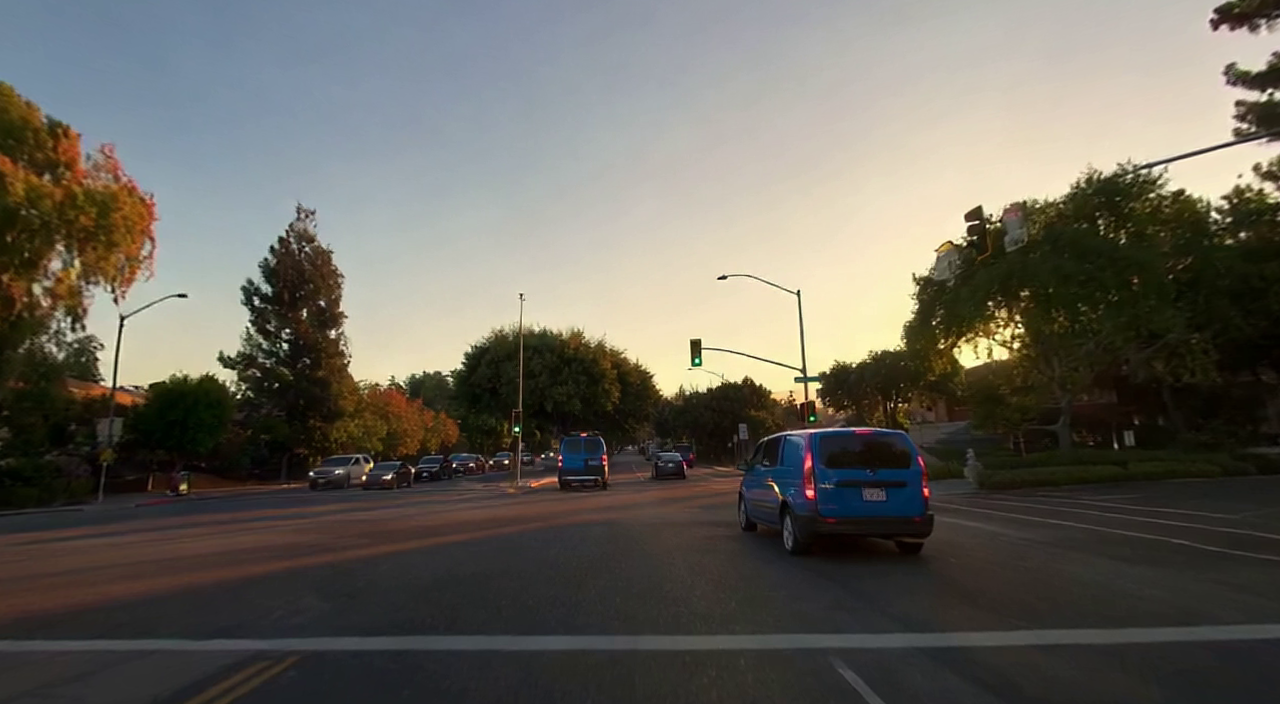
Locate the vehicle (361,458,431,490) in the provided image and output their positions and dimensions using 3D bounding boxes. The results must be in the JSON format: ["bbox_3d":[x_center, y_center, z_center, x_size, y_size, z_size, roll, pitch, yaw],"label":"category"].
[{"bbox_3d":[-12.659,6.329,33.085,2.128,1.496,4.432,1,-9,-3],"label":"vehicle"}]

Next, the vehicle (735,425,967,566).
[{"bbox_3d":[2.869,2.040,9.739,1.965,1.671,4.146,0,-9,-3],"label":"vehicle"}]

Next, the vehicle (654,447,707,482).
[{"bbox_3d":[2.018,5.791,32.800,2.248,1.692,4.252,1,-9,-4],"label":"vehicle"}]

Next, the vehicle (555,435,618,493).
[{"bbox_3d":[-2.035,4.346,24.821,2.228,2.054,4.309,1,-9,-4],"label":"vehicle"}]

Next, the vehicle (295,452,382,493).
[{"bbox_3d":[-16.497,6.593,34.999,2.299,2.015,5.743,1,-9,-4],"label":"vehicle"}]

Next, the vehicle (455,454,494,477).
[{"bbox_3d":[-12.903,8.840,49.485,1.988,1.689,4.047,0,-9,-1],"label":"vehicle"}]

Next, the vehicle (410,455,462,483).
[{"bbox_3d":[-12.847,7.374,40.052,1.956,1.625,4.123,0,-9,-2],"label":"vehicle"}]
